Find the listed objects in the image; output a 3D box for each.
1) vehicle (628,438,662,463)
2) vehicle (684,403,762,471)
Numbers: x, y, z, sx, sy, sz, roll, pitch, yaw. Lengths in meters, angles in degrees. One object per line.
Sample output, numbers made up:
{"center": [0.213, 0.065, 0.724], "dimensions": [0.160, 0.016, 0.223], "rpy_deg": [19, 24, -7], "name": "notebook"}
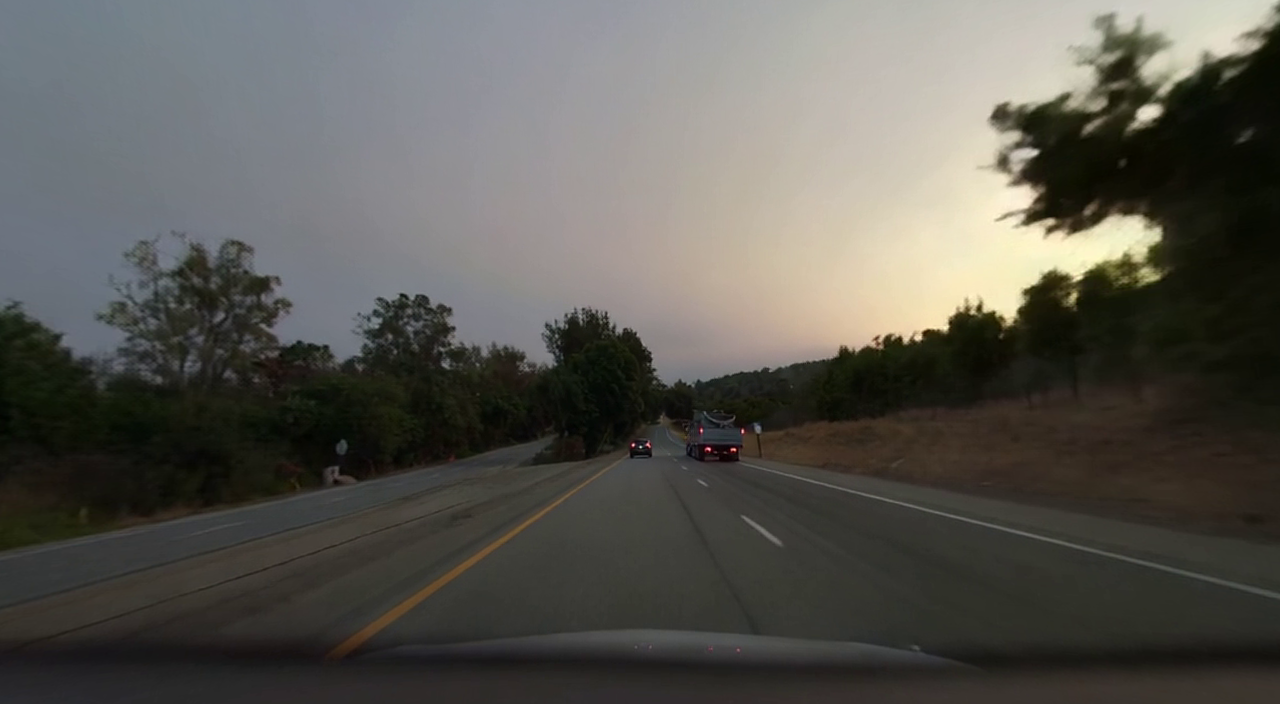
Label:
{"center": [0.345, 6.632, 42.435], "dimensions": [2.170, 1.544, 4.373], "rpy_deg": [0, -8, 0], "name": "vehicle"}
{"center": [4.239, 4.606, 33.989], "dimensions": [3.015, 3.211, 7.982], "rpy_deg": [0, -8, -1], "name": "vehicle"}
